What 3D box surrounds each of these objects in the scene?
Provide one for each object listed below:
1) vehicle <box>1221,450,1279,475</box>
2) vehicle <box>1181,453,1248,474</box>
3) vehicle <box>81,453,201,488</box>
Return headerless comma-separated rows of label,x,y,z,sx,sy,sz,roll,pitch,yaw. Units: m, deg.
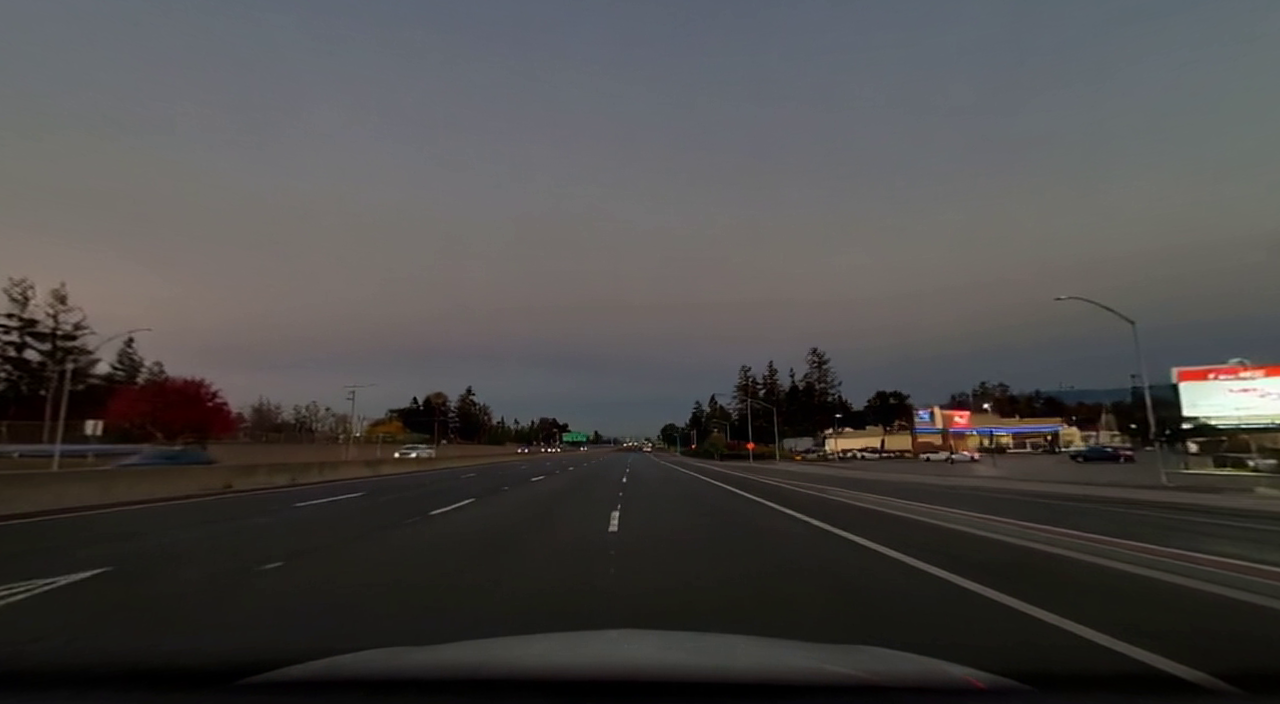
vehicle,48.162,8.533,48.971,2.296,1.632,4.498,-4,-8,13
vehicle,45.208,8.729,49.682,1.951,1.528,4.497,-2,-9,16
vehicle,-24.041,5.695,30.632,1.881,1.537,4.894,0,-9,0
